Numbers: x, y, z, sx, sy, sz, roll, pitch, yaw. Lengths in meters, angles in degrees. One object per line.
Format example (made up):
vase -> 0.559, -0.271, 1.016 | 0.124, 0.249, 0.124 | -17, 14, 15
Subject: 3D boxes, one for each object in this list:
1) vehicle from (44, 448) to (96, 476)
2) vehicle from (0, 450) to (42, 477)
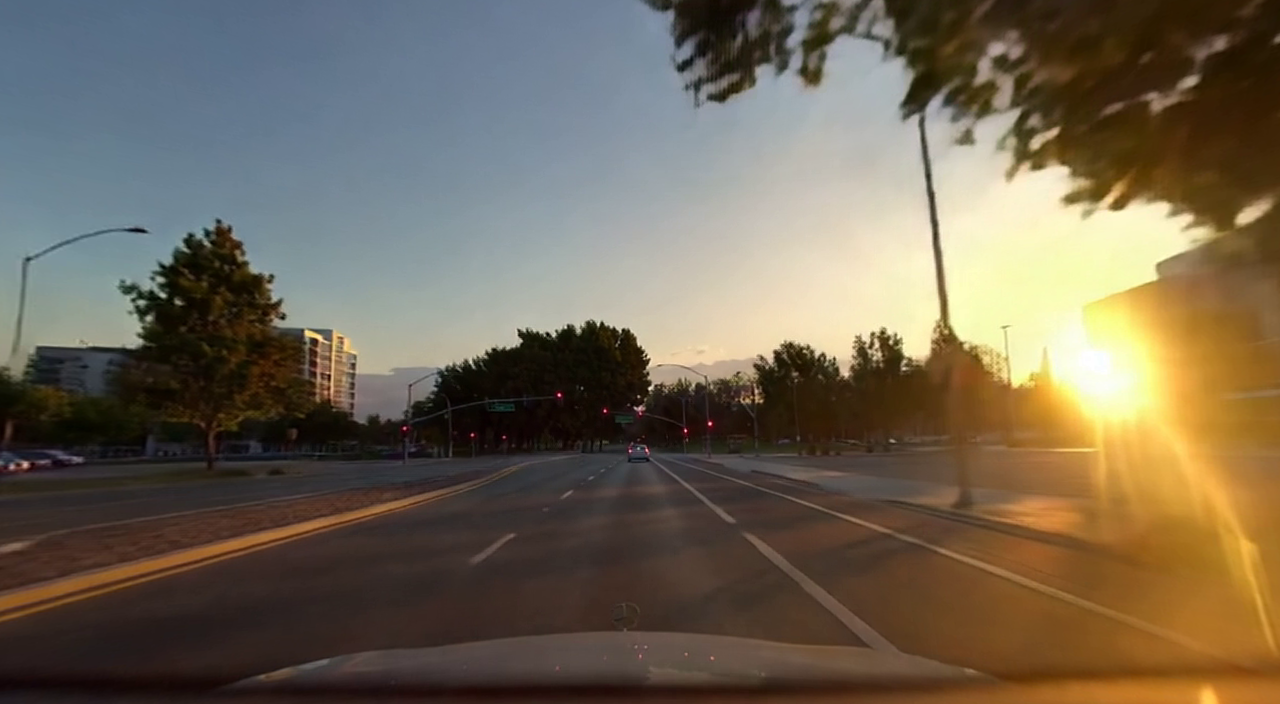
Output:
vehicle -> -37.955, 7.258, 42.044 | 4.235, 1.748, 2.001 | -8, -11, 42
vehicle -> -38.185, 6.826, 38.826 | 3.758, 1.545, 1.763 | -8, -12, 44
